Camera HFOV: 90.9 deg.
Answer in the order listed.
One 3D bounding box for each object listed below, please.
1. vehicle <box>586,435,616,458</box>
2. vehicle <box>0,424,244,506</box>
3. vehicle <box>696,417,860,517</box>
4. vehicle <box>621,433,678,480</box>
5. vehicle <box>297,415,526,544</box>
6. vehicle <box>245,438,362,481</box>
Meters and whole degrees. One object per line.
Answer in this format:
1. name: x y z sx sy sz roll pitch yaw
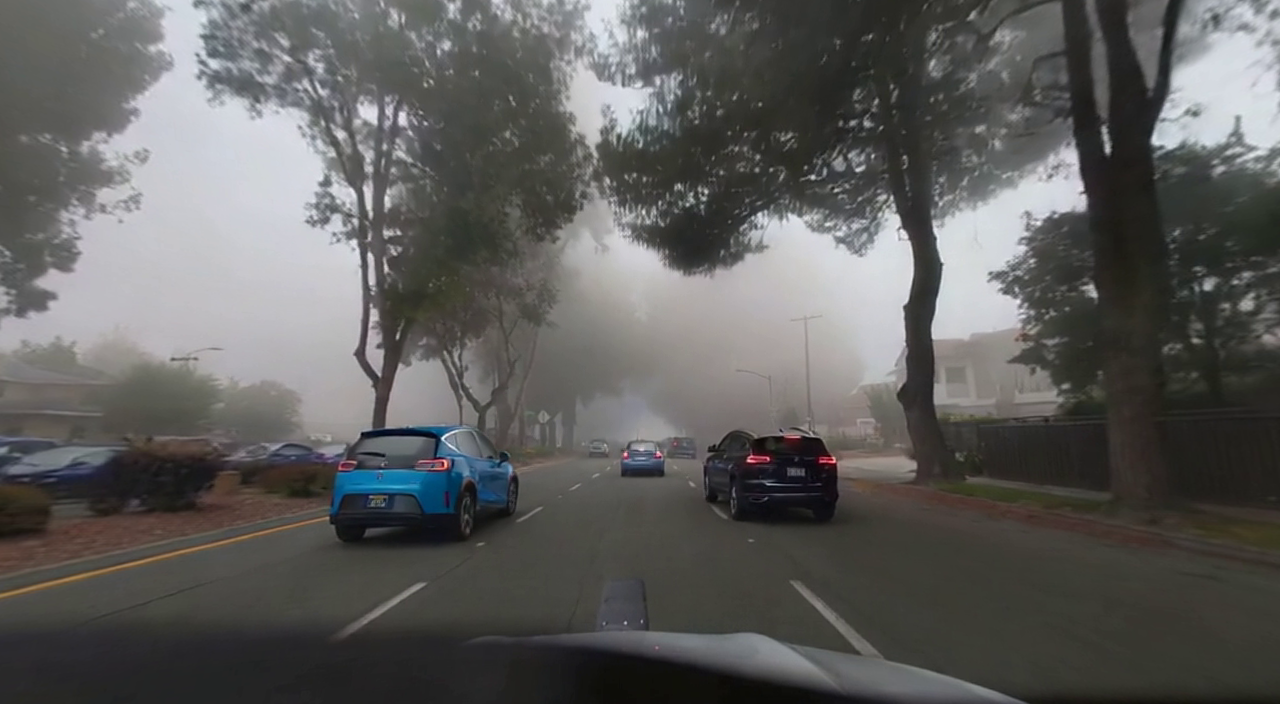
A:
1. vehicle: -3.022 7.415 49.629 2.014 1.755 4.360 0 -8 1
2. vehicle: -12.462 2.704 15.625 1.928 1.675 4.900 0 -8 2
3. vehicle: 2.628 2.336 13.341 2.280 1.747 4.361 0 -8 -3
4. vehicle: 0.315 3.762 22.939 1.922 1.579 3.642 0 -8 0
5. vehicle: -3.463 2.019 10.738 2.043 1.687 4.676 0 -8 1
6. vehicle: -12.294 3.934 23.434 1.849 1.452 4.423 0 -8 1
